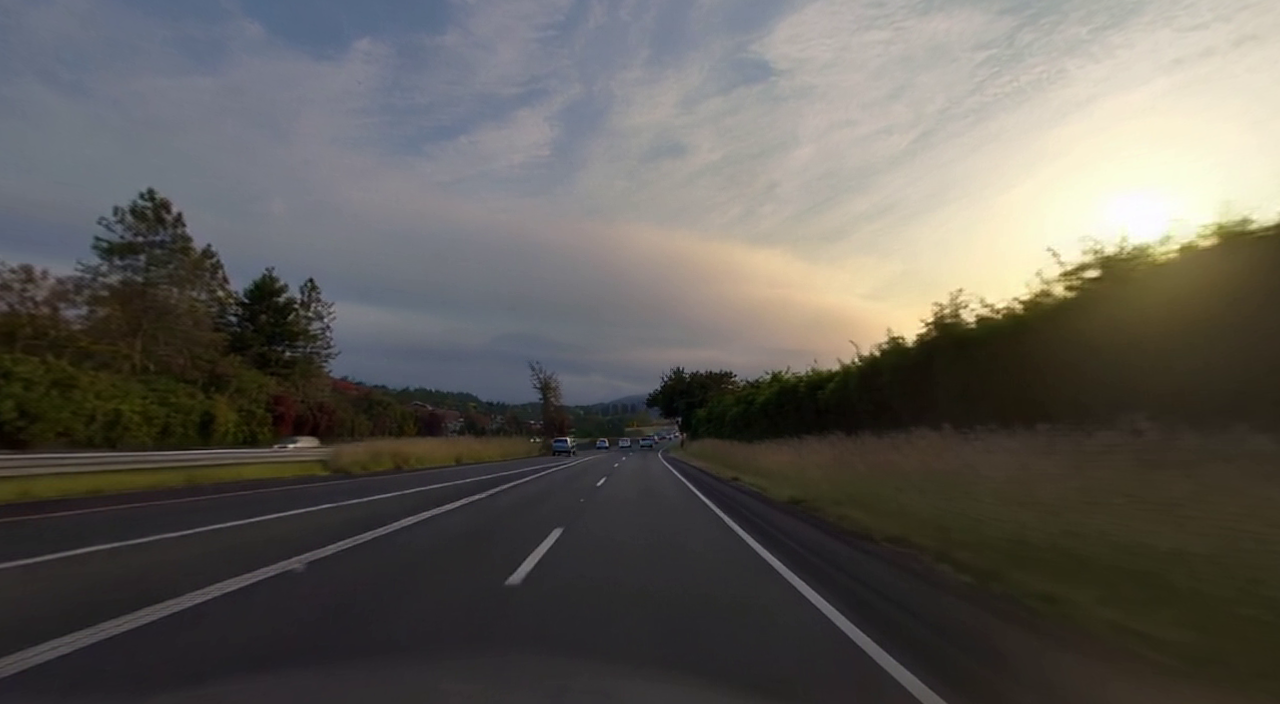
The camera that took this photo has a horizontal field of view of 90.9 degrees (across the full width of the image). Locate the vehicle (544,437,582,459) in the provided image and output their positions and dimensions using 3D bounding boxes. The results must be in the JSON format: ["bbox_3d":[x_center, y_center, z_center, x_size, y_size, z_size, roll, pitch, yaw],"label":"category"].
[{"bbox_3d":[-5.667,7.106,46.852,2.141,1.612,3.998,-1,-8,4],"label":"vehicle"}]
